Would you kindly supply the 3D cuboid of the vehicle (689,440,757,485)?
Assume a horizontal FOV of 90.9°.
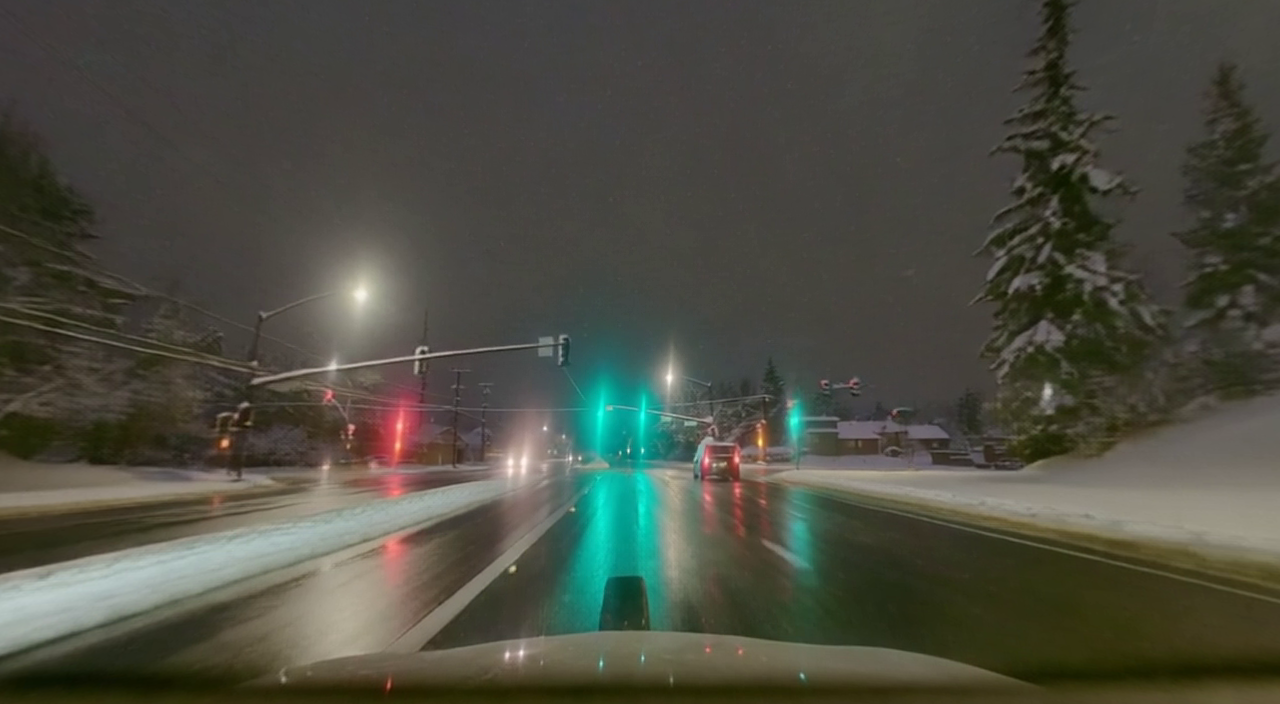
[{"bbox_3d":[3.561,4.847,27.964,2.240,1.781,4.433,0,-8,-2],"label":"vehicle"}]
